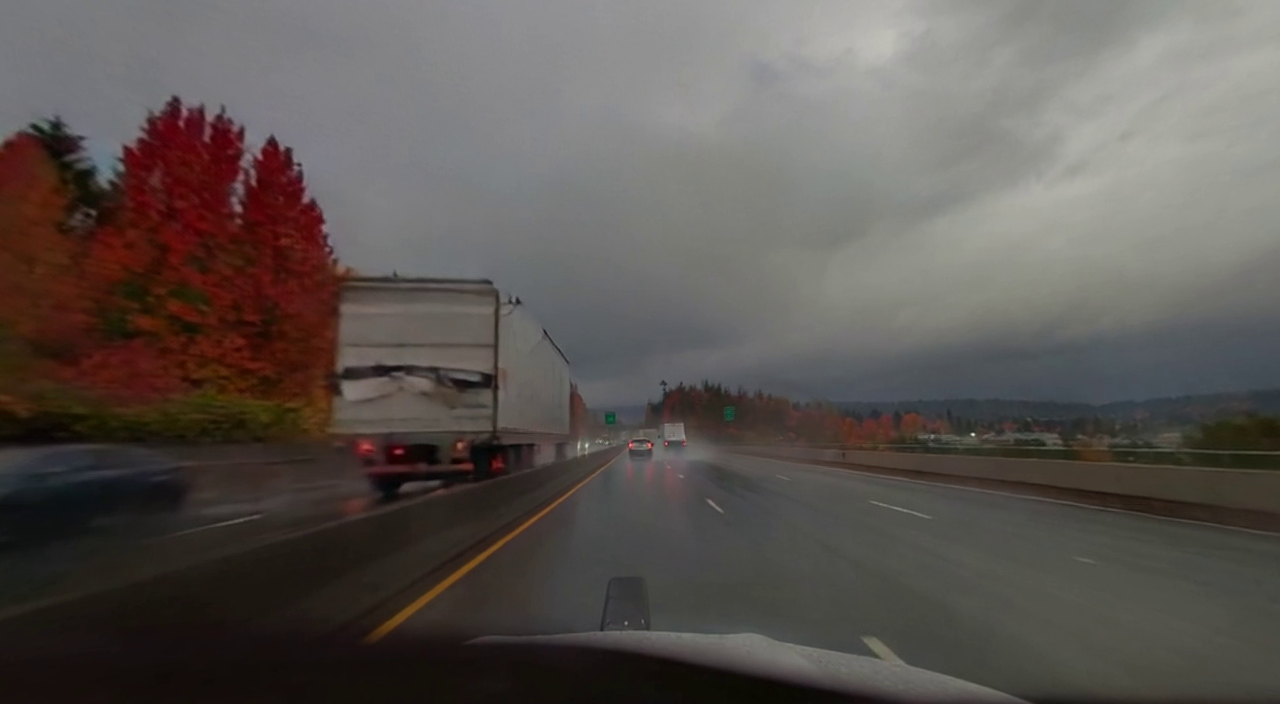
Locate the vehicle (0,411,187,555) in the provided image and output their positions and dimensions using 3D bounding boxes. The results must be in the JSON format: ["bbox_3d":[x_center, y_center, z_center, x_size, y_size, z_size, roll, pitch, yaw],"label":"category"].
[{"bbox_3d":[-8.292,1.601,7.902,1.974,1.631,4.232,0,-8,0],"label":"vehicle"}]

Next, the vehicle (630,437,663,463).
[{"bbox_3d":[0.395,6.108,39.367,1.924,1.498,3.817,0,-8,0],"label":"vehicle"}]

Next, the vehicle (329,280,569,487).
[{"bbox_3d":[-4.207,1.378,17.598,3.120,3.936,11.480,0,-8,0],"label":"vehicle"}]
